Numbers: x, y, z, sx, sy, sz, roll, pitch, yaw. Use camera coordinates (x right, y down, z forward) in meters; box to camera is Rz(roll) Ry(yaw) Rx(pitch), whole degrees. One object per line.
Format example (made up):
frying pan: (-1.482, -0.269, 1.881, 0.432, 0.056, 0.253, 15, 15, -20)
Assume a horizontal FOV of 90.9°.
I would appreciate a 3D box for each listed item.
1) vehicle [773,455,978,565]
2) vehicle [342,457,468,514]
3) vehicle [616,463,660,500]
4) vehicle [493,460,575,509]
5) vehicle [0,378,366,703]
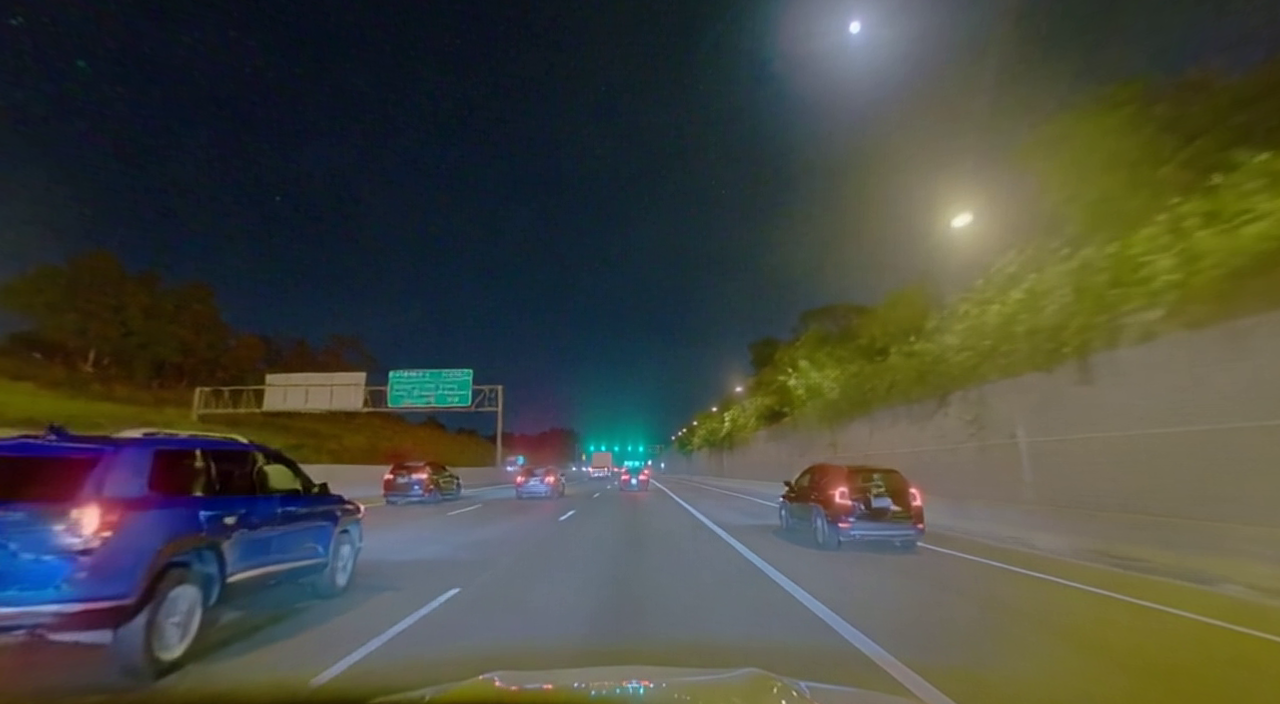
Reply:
vehicle: (3.859, 2.677, 11.225, 1.992, 1.557, 4.017, 1, -11, -1)
vehicle: (-7.242, 4.199, 20.051, 2.142, 1.545, 4.708, 1, -11, 1)
vehicle: (-0.111, 6.229, 30.520, 1.992, 1.601, 3.762, 1, -11, 0)
vehicle: (-3.705, 4.765, 22.914, 2.102, 1.521, 4.687, 1, -11, 1)
vehicle: (-4.103, 1.307, 4.765, 2.069, 1.699, 4.452, 1, -11, -1)
